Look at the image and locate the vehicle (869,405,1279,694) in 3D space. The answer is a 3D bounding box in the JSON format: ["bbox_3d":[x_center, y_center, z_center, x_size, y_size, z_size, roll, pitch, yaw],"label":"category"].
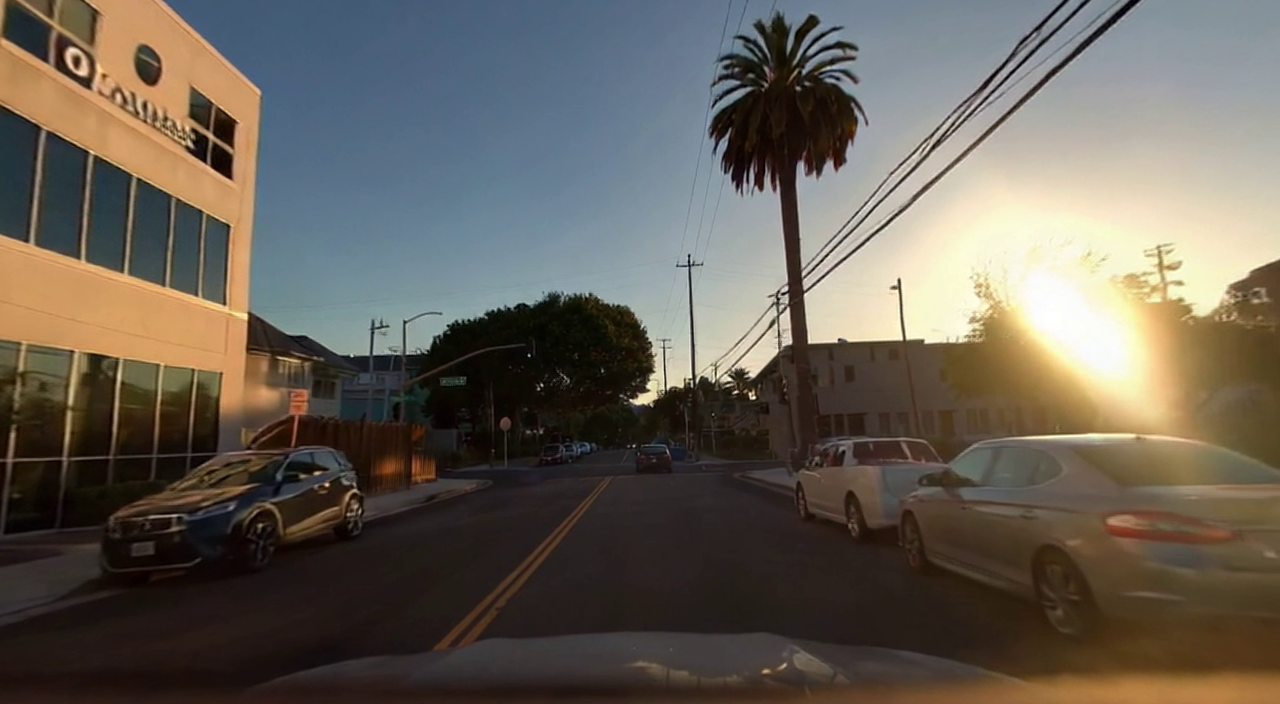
[{"bbox_3d":[3.722,1.426,5.606,1.915,1.591,4.087,0,-9,2],"label":"vehicle"}]

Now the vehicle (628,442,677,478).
[{"bbox_3d":[0.513,5.064,29.676,2.125,1.524,4.404,0,-9,-1],"label":"vehicle"}]

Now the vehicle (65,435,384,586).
[{"bbox_3d":[-6.217,2.386,10.415,2.126,1.864,4.831,0,-9,-3],"label":"vehicle"}]
